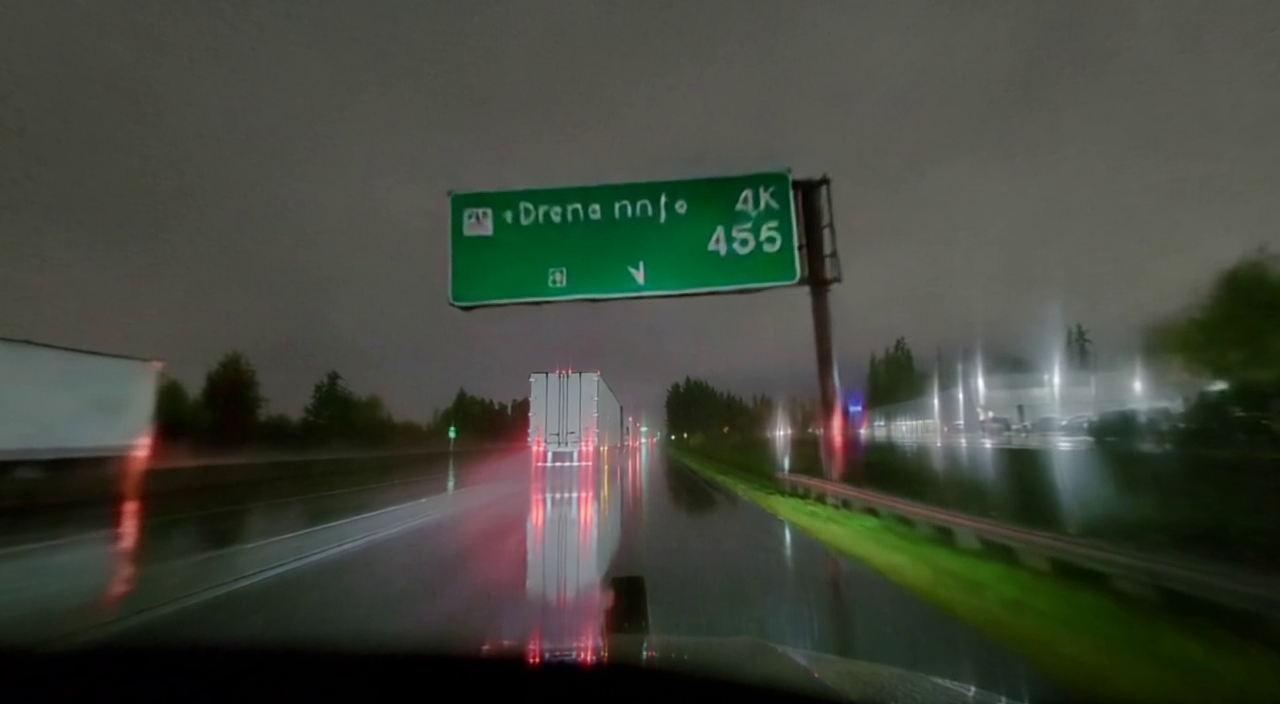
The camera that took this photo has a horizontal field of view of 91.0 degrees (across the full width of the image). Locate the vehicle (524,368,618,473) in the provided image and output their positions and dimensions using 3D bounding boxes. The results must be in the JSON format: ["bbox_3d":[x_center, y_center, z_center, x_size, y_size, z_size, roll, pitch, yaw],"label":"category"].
[{"bbox_3d":[-2.912,3.649,31.459,2.947,4.051,14.256,0,-8,1],"label":"vehicle"}]

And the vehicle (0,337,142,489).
[{"bbox_3d":[-18.609,1.251,14.213,2.937,4.009,14.253,0,-8,1],"label":"vehicle"}]
